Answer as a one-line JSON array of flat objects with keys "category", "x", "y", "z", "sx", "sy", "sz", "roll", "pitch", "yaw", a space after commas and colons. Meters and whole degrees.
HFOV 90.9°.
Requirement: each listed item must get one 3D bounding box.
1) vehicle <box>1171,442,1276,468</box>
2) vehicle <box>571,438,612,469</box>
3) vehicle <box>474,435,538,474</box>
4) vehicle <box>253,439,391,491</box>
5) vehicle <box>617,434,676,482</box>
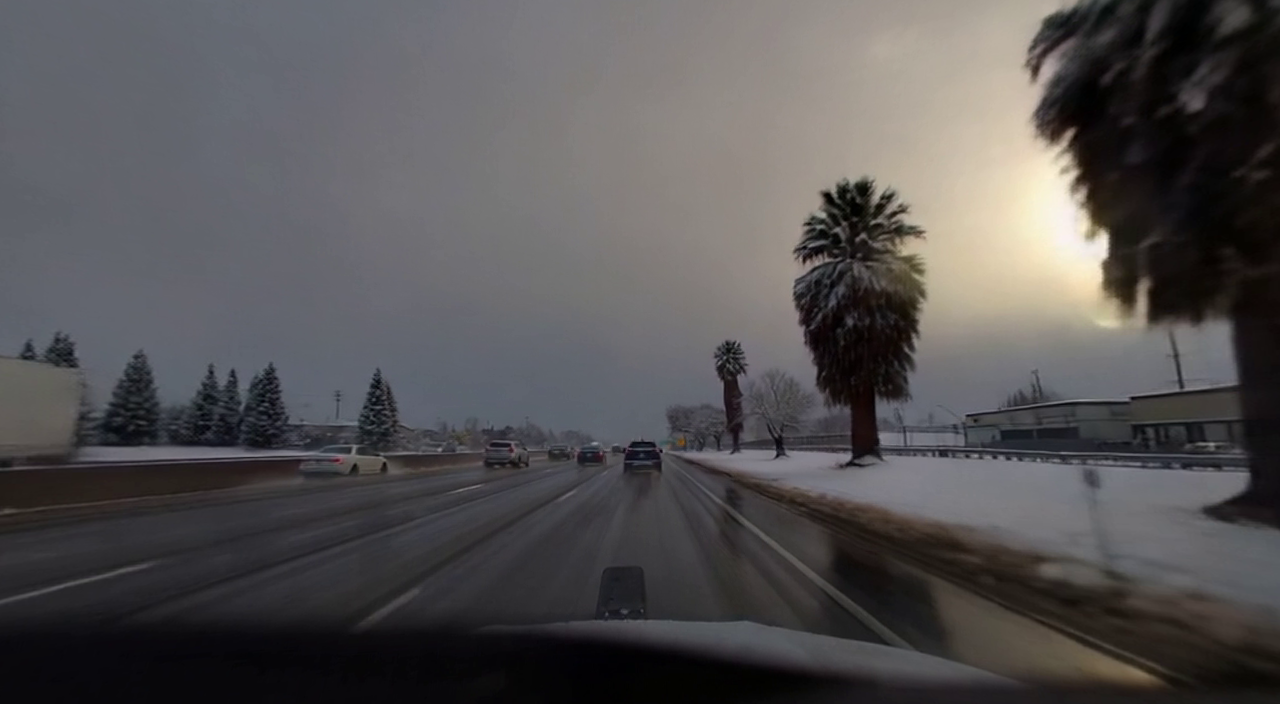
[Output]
[{"category": "vehicle", "x": 35.091, "y": 6.194, "z": 38.153, "sx": 1.855, "sy": 1.490, "sz": 4.704, "roll": 0, "pitch": -8, "yaw": 0}, {"category": "vehicle", "x": -3.018, "y": 6.426, "z": 40.253, "sx": 2.108, "sy": 1.832, "sz": 4.549, "roll": 0, "pitch": -8, "yaw": 2}, {"category": "vehicle", "x": -6.647, "y": 5.145, "z": 31.858, "sx": 2.105, "sy": 1.790, "sz": 4.689, "roll": 0, "pitch": -8, "yaw": 2}, {"category": "vehicle", "x": -10.418, "y": 3.719, "z": 21.217, "sx": 1.910, "sy": 1.501, "sz": 5.004, "roll": 0, "pitch": -8, "yaw": 2}, {"category": "vehicle", "x": 0.250, "y": 4.091, "z": 24.588, "sx": 2.136, "sy": 1.678, "sz": 4.052, "roll": 0, "pitch": -8, "yaw": 1}]
